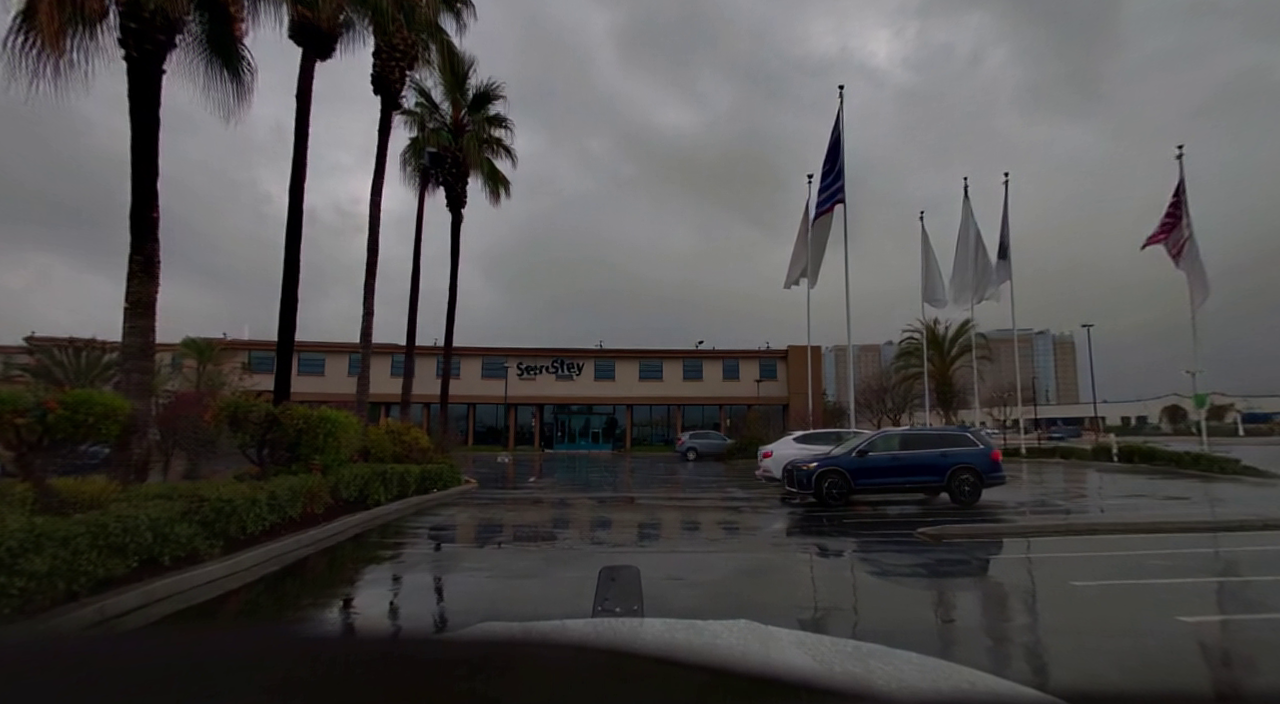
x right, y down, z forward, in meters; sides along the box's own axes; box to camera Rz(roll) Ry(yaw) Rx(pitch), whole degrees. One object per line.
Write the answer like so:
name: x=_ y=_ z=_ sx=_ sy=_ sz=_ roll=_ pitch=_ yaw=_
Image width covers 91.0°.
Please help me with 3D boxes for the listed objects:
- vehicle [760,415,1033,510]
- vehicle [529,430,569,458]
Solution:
vehicle: x=4.883 y=2.174 z=12.565 sx=4.567 sy=1.723 sz=1.926 roll=0 pitch=-8 yaw=0
vehicle: x=-6.641 y=6.776 z=46.314 sx=1.943 sy=1.890 sz=4.472 roll=-3 pitch=-8 yaw=4
